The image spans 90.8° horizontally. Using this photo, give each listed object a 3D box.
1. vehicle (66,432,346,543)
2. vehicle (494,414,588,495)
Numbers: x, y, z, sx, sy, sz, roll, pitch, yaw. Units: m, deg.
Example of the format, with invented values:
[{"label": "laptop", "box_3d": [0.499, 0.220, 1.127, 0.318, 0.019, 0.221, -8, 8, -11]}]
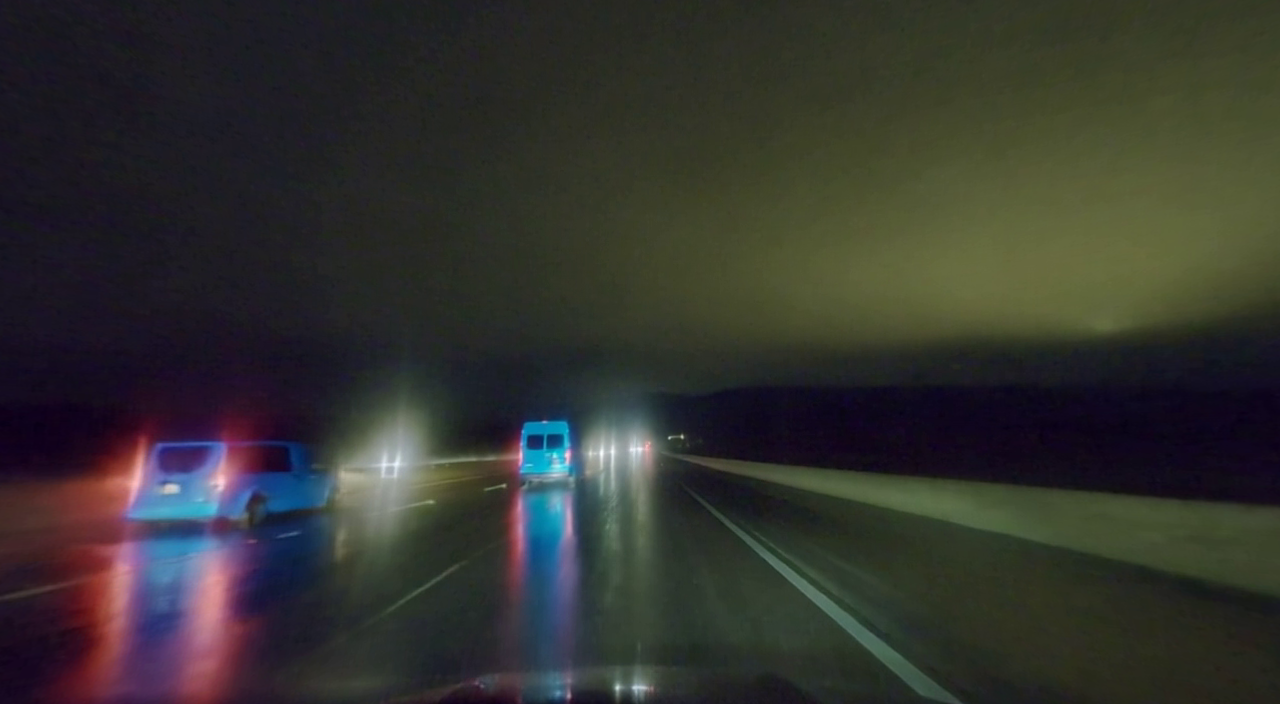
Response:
[{"label": "vehicle", "box_3d": [-7.607, 2.394, 11.769, 2.164, 1.664, 4.252, 0, -9, 0]}, {"label": "vehicle", "box_3d": [-3.416, 3.742, 23.159, 2.437, 2.565, 5.829, 0, -9, 1]}]
